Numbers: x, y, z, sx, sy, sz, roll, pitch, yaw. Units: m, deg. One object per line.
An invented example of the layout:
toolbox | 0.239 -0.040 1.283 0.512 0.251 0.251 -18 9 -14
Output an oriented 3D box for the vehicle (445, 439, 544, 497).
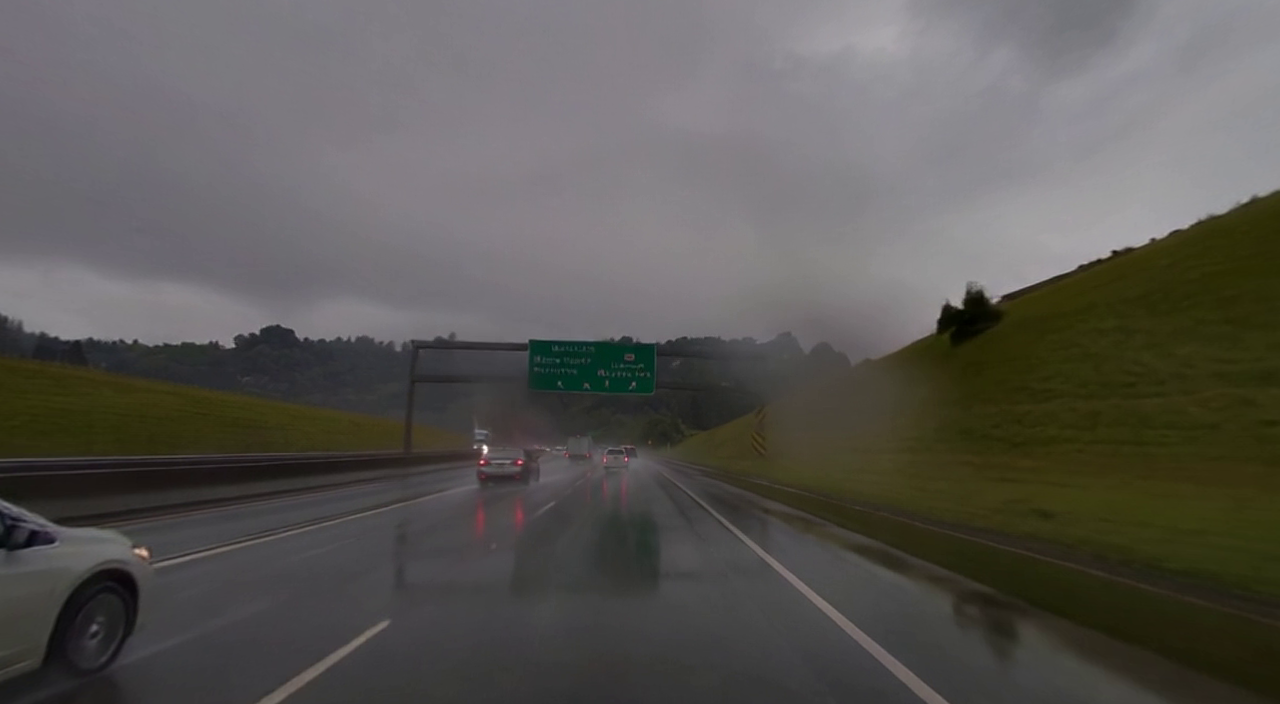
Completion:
vehicle | -4.511 3.675 20.313 2.208 1.619 4.162 0 -9 0

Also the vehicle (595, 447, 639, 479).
vehicle | -1.127 5.407 30.885 1.988 1.440 4.201 0 -9 -2

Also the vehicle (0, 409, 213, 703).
vehicle | -3.928 0.934 2.345 1.892 1.492 3.940 0 -9 0

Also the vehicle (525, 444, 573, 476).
vehicle | -4.962 5.948 34.835 2.118 1.624 4.032 0 -9 -1
